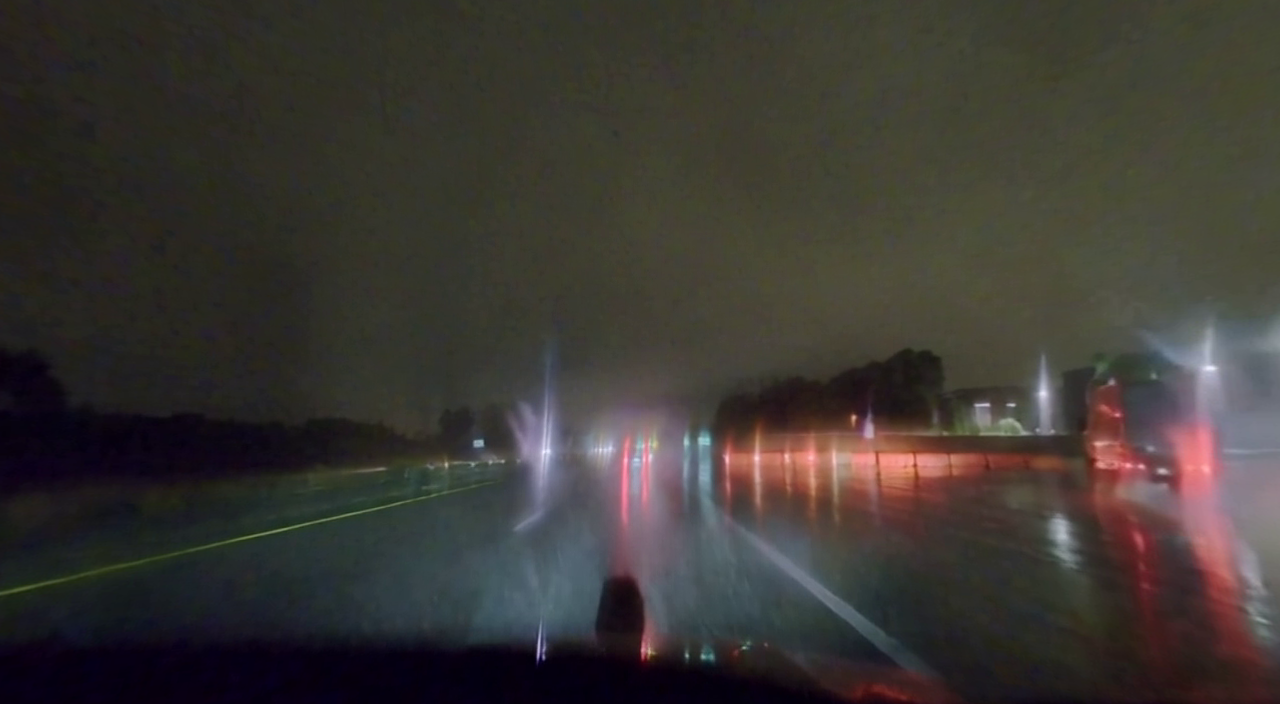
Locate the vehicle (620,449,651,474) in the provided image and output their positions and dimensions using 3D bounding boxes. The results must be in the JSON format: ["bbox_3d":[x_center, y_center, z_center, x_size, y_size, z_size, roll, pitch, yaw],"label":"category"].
[{"bbox_3d":[-0.224,6.519,37.756,1.695,1.437,3.506,0,-9,2],"label":"vehicle"}]
